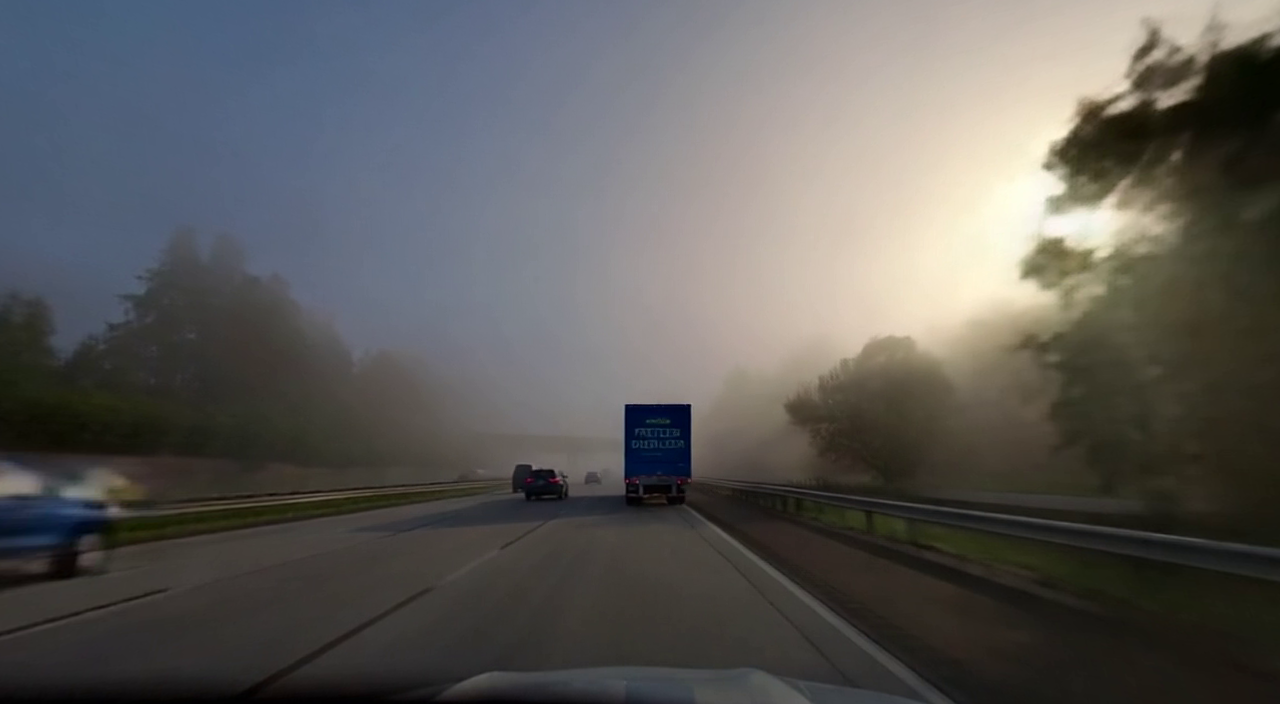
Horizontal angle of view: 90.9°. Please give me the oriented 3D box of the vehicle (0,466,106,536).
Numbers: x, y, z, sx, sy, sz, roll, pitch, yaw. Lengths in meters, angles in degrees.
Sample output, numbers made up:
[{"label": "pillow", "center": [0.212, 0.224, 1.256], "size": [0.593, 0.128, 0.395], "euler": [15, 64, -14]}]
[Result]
[{"label": "vehicle", "center": [-16.230, 3.662, 15.628], "size": [1.949, 1.627, 4.472], "euler": [1, -10, 0]}]

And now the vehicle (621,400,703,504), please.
[{"label": "vehicle", "center": [0.695, 4.584, 28.235], "size": [2.980, 3.834, 9.423], "euler": [1, -10, -2]}]

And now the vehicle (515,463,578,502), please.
[{"label": "vehicle", "center": [-4.001, 5.713, 27.777], "size": [1.978, 1.516, 4.617], "euler": [1, -10, 1]}]
